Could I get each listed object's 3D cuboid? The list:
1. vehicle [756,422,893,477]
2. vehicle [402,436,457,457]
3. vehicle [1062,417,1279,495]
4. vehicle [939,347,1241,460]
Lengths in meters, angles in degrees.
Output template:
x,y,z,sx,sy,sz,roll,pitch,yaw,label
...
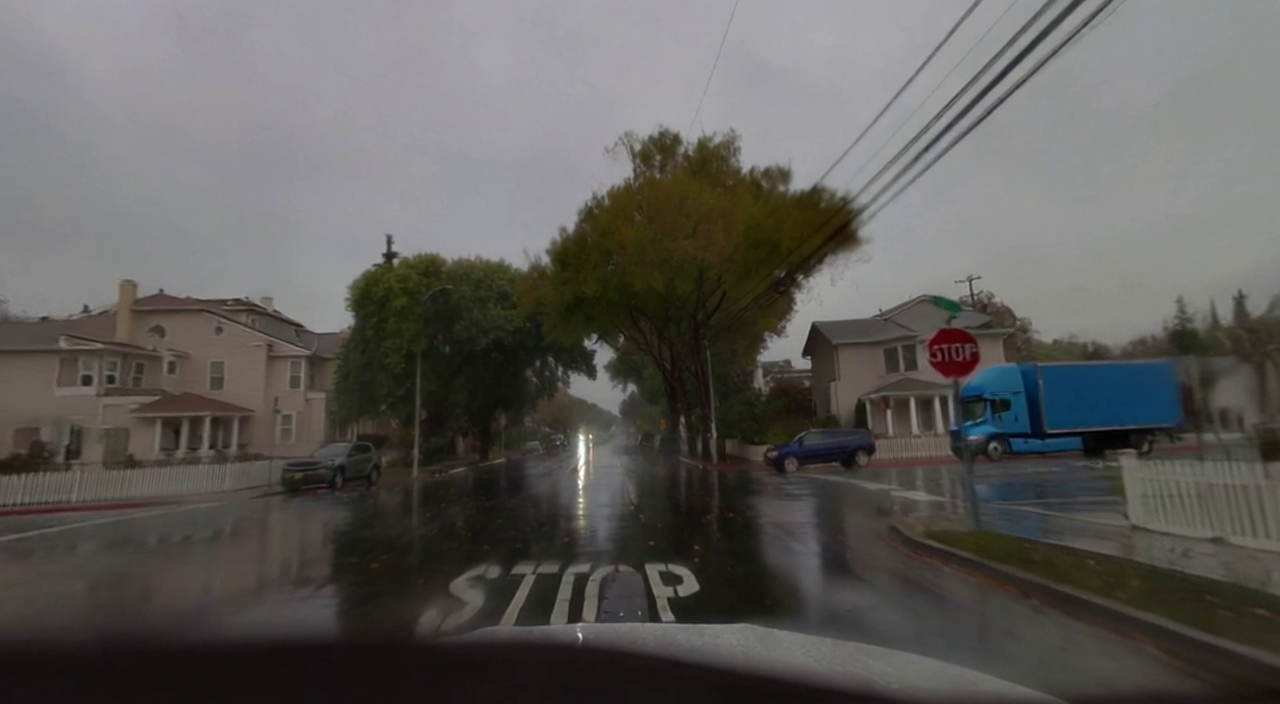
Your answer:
x,y,z,sx,sy,sz,roll,pitch,yaw,label
6.088,3.265,21.246,3.867,1.710,2.107,1,-8,-5,vehicle
-16.347,7.345,49.190,3.911,1.515,1.802,2,-9,-14,vehicle
11.850,2.164,13.333,4.488,1.507,1.954,0,-8,-2,vehicle
14.793,1.809,21.320,7.759,3.523,2.930,0,-8,0,vehicle
